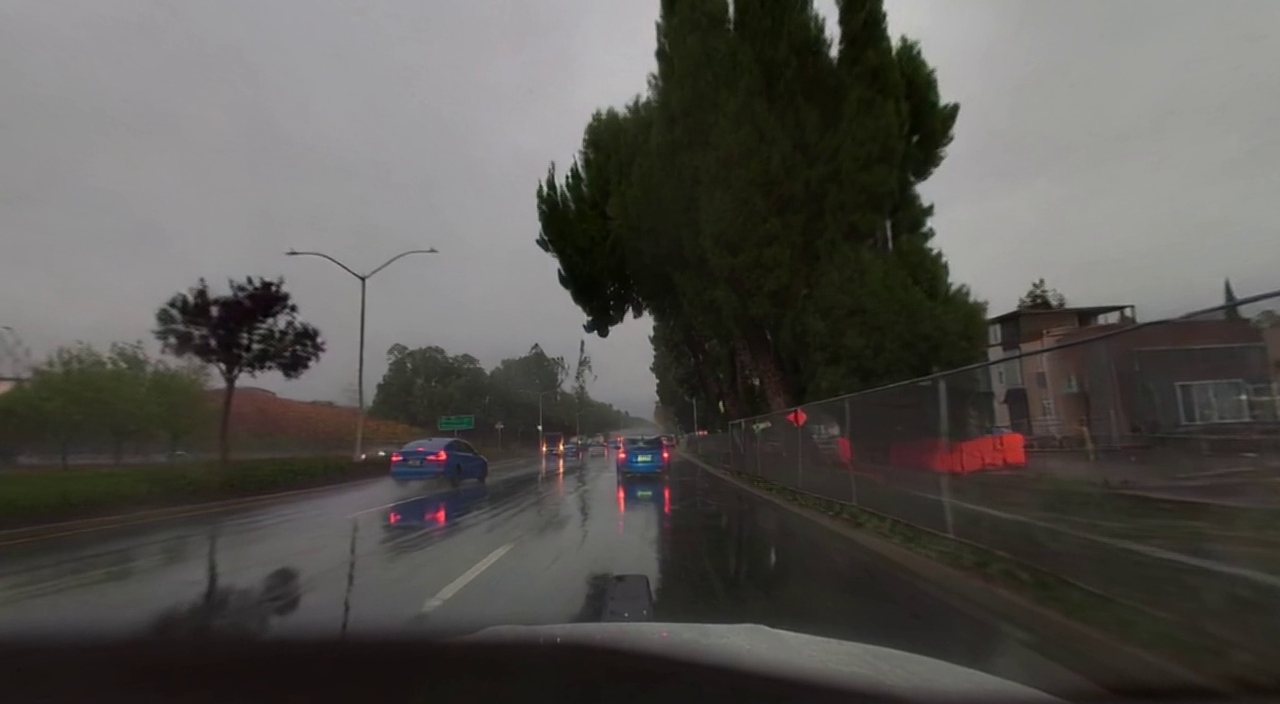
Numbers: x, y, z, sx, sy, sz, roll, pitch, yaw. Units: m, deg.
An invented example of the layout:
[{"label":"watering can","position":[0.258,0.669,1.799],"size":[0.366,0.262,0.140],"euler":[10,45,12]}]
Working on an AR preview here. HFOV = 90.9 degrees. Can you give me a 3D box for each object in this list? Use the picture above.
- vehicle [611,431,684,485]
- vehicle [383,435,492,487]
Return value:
[{"label":"vehicle","position":[0.252,3.546,21.356],"size":[2.227,1.654,4.091],"euler":[0,-8,0]},{"label":"vehicle","position":[-6.335,3.460,20.304],"size":[1.877,1.479,4.430],"euler":[-1,-8,3]}]
